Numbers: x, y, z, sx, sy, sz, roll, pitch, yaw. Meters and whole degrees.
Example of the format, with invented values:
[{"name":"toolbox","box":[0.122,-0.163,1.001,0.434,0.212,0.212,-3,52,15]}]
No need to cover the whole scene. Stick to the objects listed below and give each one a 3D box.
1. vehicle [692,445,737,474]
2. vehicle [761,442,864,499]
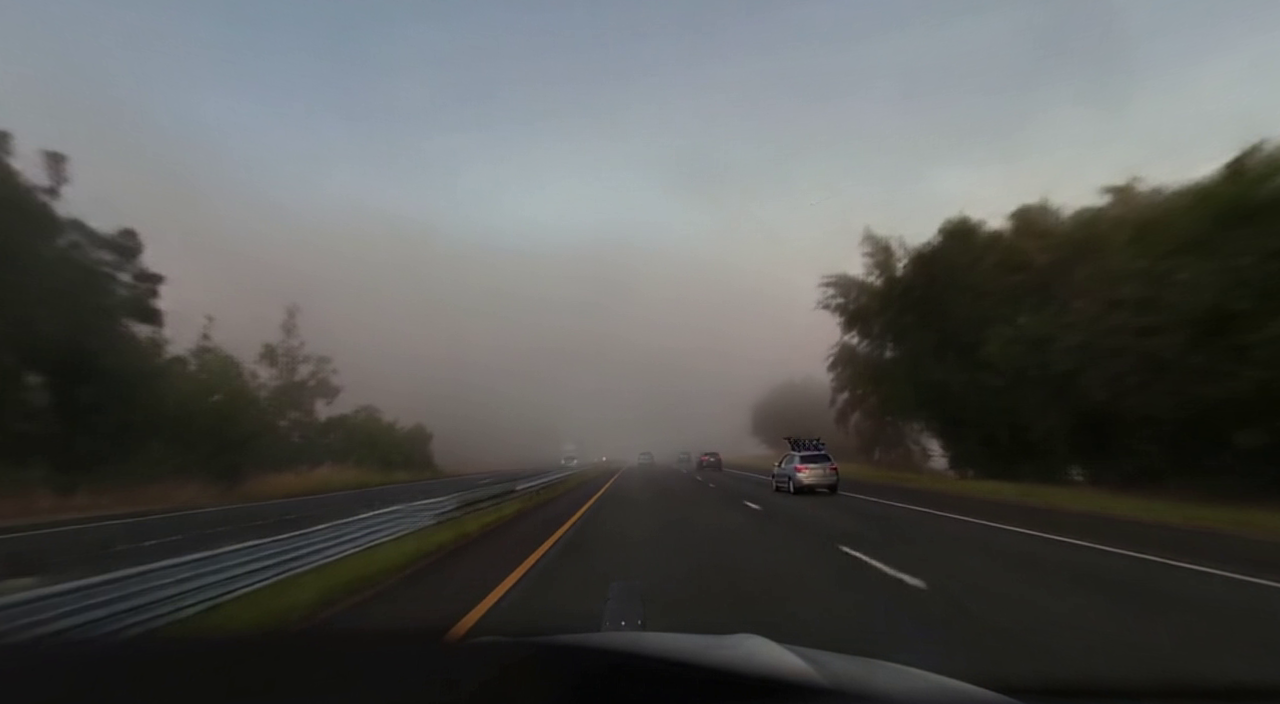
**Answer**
[{"name":"vehicle","box":[4.470,6.543,38.478,2.122,1.662,4.392,0,-9,0]},{"name":"vehicle","box":[5.050,3.502,18.975,1.964,1.513,3.707,0,-9,-1]}]
